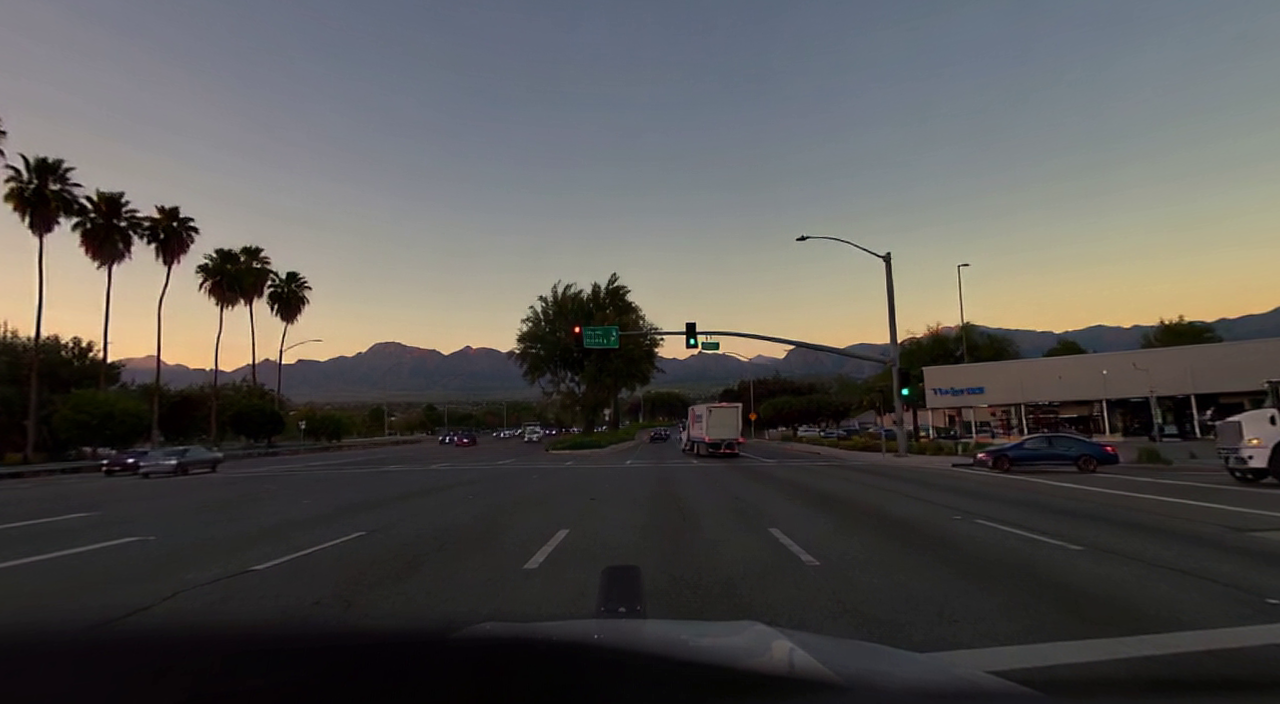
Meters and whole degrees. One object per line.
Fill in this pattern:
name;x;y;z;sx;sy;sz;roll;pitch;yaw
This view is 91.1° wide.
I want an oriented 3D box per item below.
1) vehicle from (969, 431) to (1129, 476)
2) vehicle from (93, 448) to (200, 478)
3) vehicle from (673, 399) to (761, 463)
vehicle;14.471;3.622;22.591;4.508;1.493;1.907;-4;-9;25
vehicle;-26.230;5.901;33.607;1.868;1.469;4.746;0;-9;1
vehicle;4.383;4.813;37.700;3.237;3.414;7.088;2;-9;-10
